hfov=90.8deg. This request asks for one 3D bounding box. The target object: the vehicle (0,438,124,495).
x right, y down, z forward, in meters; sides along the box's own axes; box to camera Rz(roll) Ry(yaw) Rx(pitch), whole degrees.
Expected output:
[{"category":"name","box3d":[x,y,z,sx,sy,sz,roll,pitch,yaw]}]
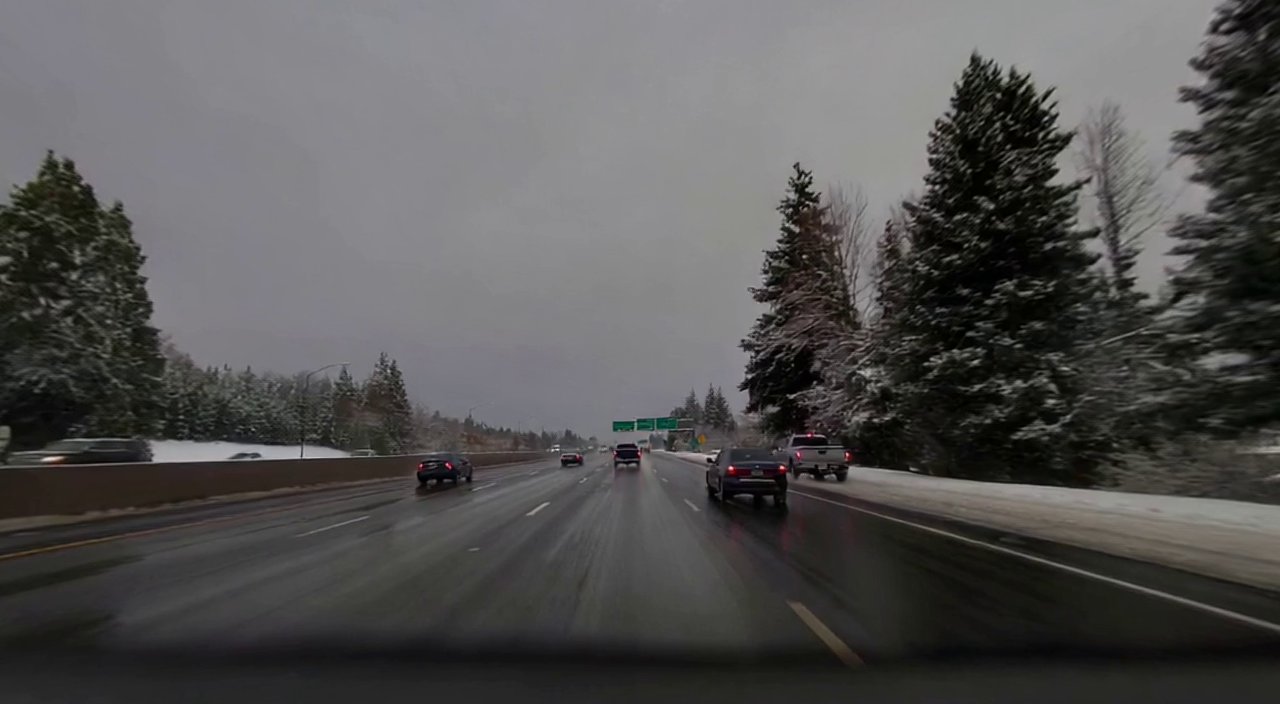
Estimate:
[{"category":"vehicle","box3d":[-19.460,3.614,20.309,1.878,1.620,4.561,0,-8,-1]}]

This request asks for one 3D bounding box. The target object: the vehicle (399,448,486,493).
[{"category":"vehicle","box3d":[-7.377,4.433,24.051,1.920,1.482,4.385,0,-8,0]}]

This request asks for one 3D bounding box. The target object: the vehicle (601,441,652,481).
[{"category":"vehicle","box3d":[-0.620,5.327,31.156,2.323,1.805,4.729,0,-8,0]}]

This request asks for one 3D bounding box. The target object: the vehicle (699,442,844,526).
[{"category":"vehicle","box3d":[2.522,2.646,13.317,2.011,1.462,4.286,0,-8,-1]}]

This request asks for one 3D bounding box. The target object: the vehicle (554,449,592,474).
[{"category":"vehicle","box3d":[-4.216,6.951,40.355,1.935,1.487,4.076,0,-8,0]}]
